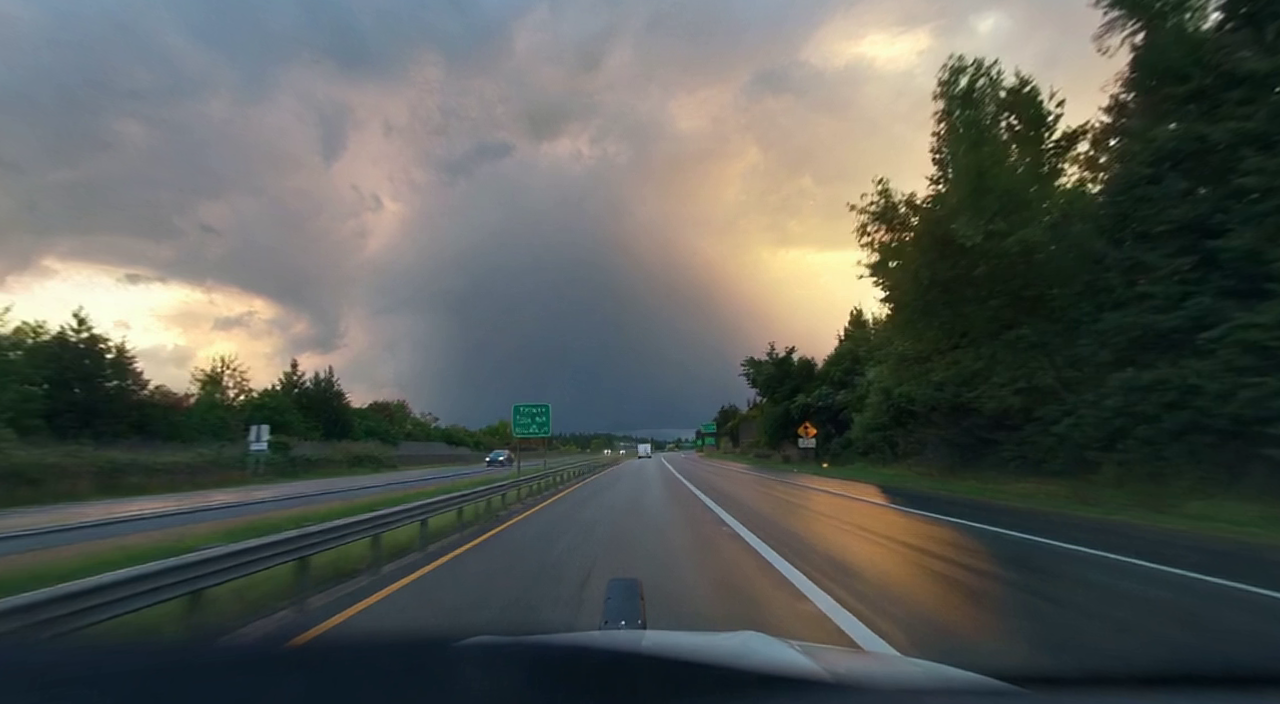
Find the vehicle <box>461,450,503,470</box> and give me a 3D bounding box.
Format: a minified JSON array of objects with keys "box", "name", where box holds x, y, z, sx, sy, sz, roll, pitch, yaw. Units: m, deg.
[{"box":[-12.256,8.398,49.152,1.917,1.490,4.582,0,-9,2],"name":"vehicle"}]
